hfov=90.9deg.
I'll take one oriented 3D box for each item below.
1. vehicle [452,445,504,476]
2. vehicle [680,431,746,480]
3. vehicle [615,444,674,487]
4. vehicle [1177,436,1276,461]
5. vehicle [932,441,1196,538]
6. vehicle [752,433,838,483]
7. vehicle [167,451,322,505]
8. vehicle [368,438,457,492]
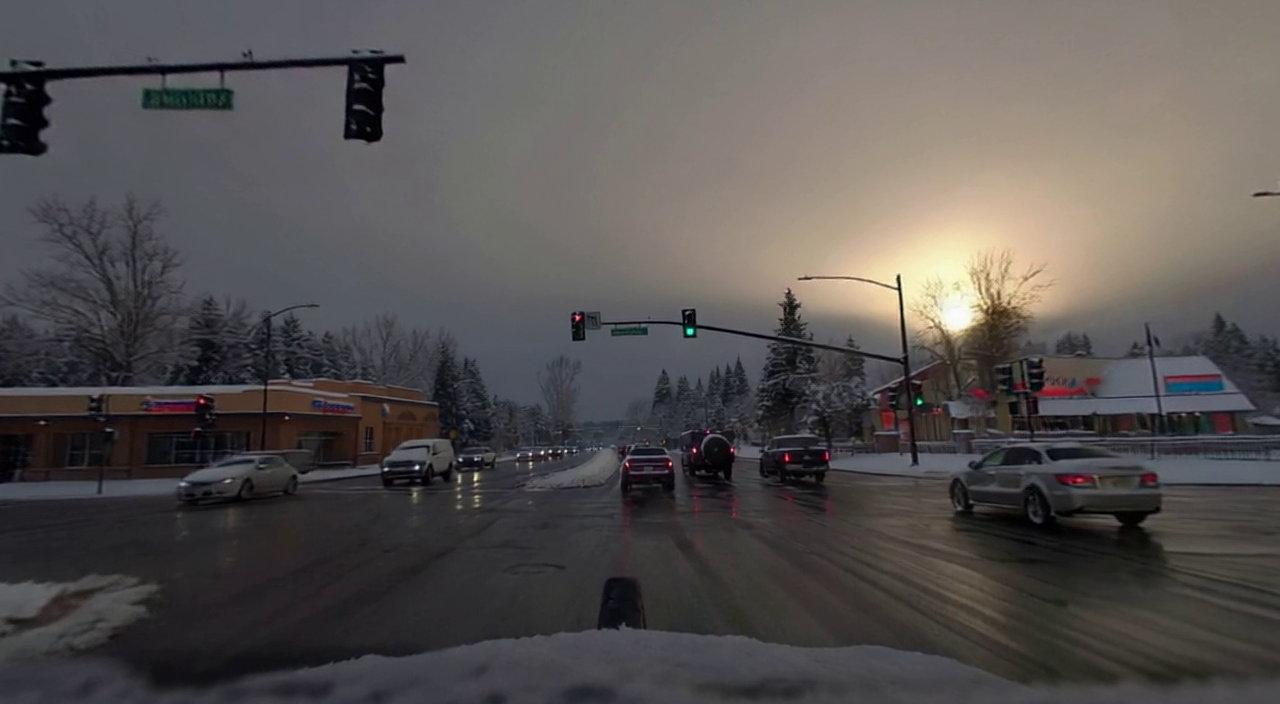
[{"bbox_3d":[-8.986,6.006,35.247,1.827,1.602,4.115,0,-8,-1],"label":"vehicle"},{"bbox_3d":[3.363,4.943,30.373,2.358,2.116,5.328,0,-8,-2],"label":"vehicle"},{"bbox_3d":[0.107,4.205,23.711,2.038,1.447,3.756,0,-8,-2],"label":"vehicle"},{"bbox_3d":[35.825,5.917,38.589,4.230,1.449,1.782,0,-8,1],"label":"vehicle"},{"bbox_3d":[7.683,2.476,12.146,1.905,1.498,4.463,0,-8,-1],"label":"vehicle"},{"bbox_3d":[6.813,4.722,28.488,2.323,2.009,5.266,0,-8,-3],"label":"vehicle"},{"bbox_3d":[-12.608,4.008,20.585,1.969,1.486,4.773,0,-8,0],"label":"vehicle"},{"bbox_3d":[-8.345,4.138,23.506,1.904,1.789,4.021,0,-8,-2],"label":"vehicle"}]
